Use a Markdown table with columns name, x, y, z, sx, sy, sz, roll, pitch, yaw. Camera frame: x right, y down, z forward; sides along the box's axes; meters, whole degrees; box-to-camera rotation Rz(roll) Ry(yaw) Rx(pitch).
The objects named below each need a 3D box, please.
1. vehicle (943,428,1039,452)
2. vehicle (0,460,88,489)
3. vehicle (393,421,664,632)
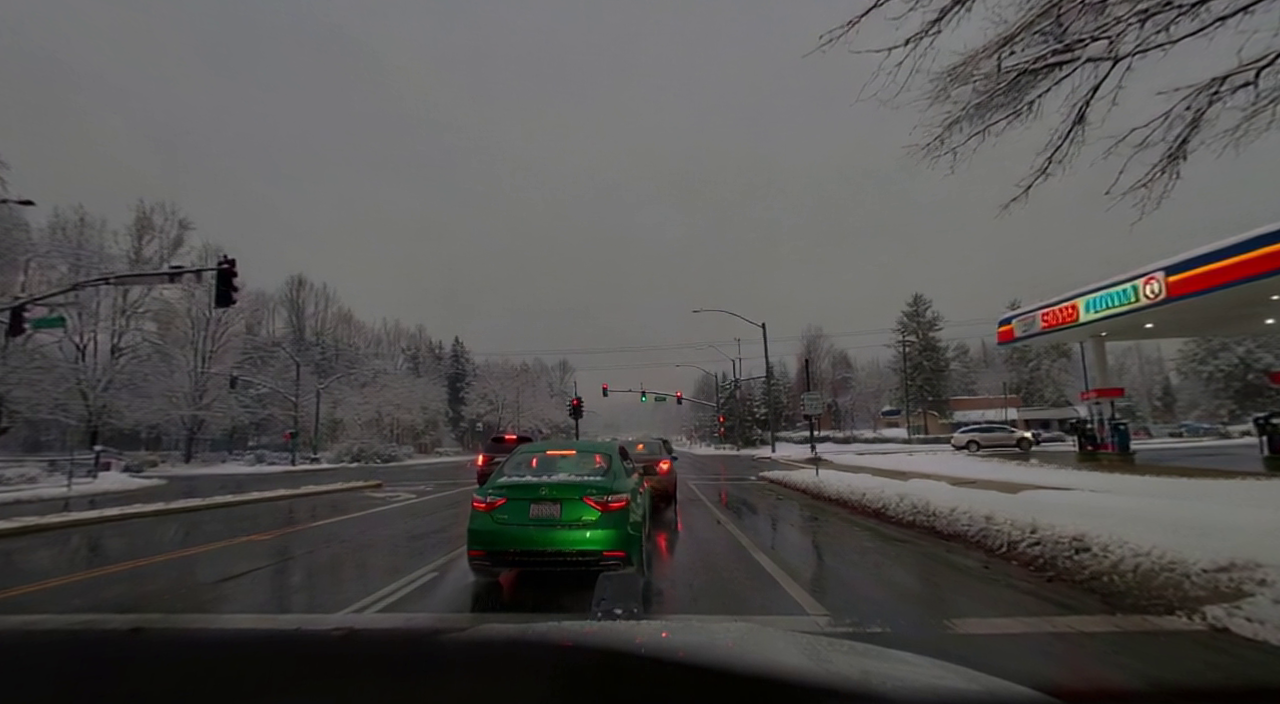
| name | x | y | z | sx | sy | sz | roll | pitch | yaw |
| --- | --- | --- | --- | --- | --- | --- | --- | --- | --- |
| vehicle | 22.325 | 5.630 | 40.294 | 4.874 | 1.502 | 2.048 | 0 | -8 | -1 |
| vehicle | -35.216 | 7.031 | 36.615 | 1.796 | 1.440 | 4.802 | -1 | -8 | 4 |
| vehicle | -0.744 | 1.604 | 6.908 | 1.916 | 1.510 | 4.447 | -1 | -8 | 3 |
